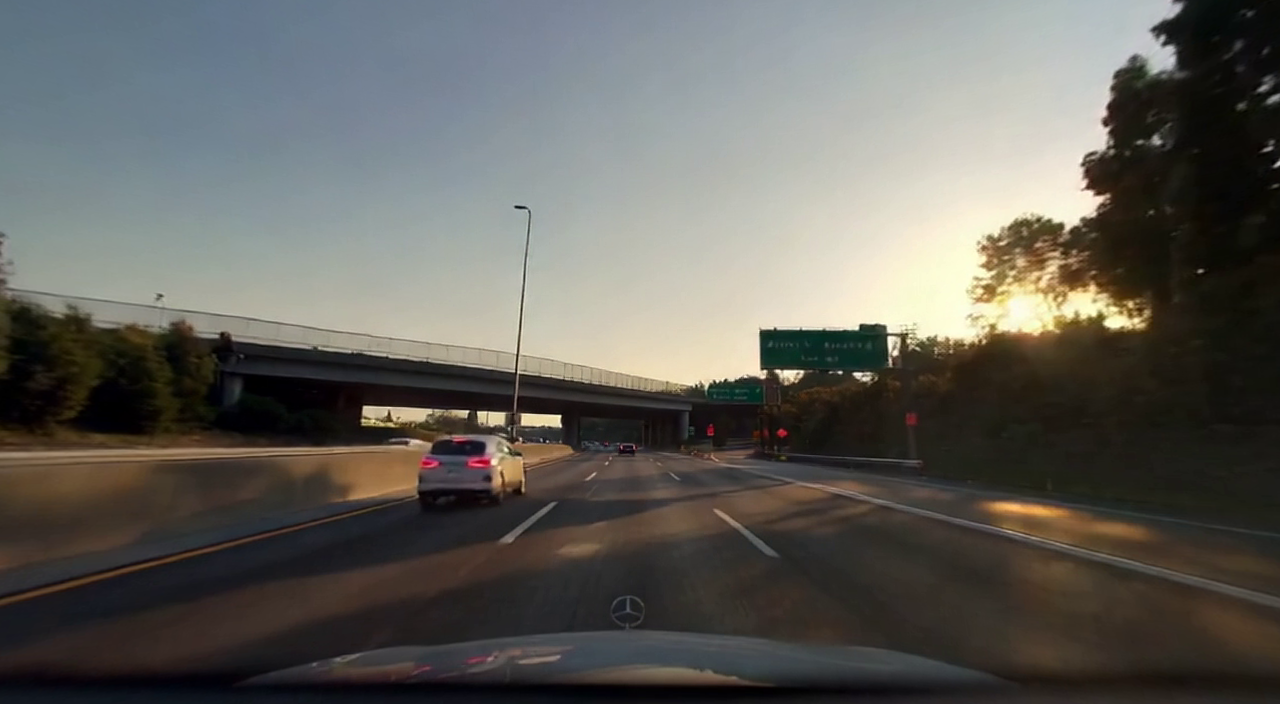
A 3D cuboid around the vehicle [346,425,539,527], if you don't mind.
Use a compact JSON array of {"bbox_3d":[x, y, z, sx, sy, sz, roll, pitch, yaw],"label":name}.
[{"bbox_3d":[-3.583,2.356,12.659,2.160,1.608,5.012,0,-8,1],"label":"vehicle"}]
